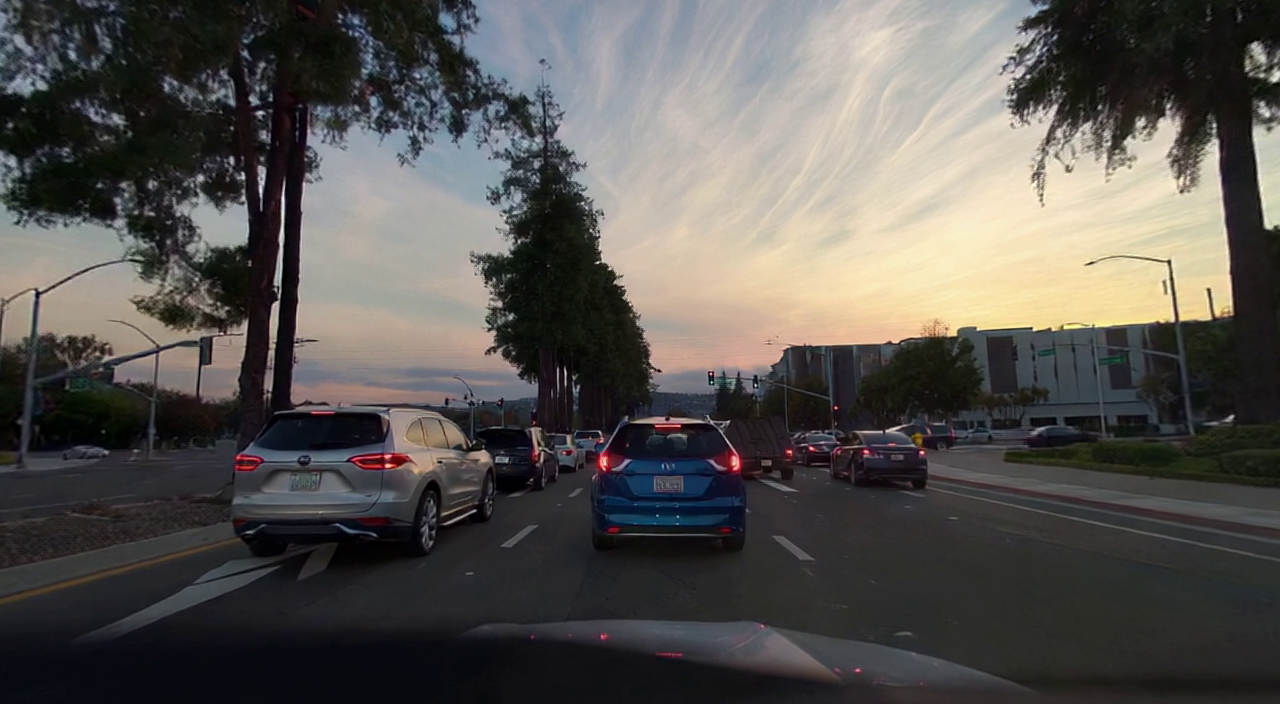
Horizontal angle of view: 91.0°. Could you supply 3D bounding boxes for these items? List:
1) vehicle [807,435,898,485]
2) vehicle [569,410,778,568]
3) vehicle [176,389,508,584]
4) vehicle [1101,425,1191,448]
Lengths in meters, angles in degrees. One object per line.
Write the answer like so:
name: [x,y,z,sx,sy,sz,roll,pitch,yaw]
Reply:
vehicle: [7.359,3.768,22.280,2.067,1.599,4.251,-1,-8,5]
vehicle: [0.377,1.750,8.774,2.189,1.649,4.171,0,-8,1]
vehicle: [-3.258,1.579,8.154,2.085,1.812,4.388,0,-8,1]
vehicle: [35.818,6.037,44.712,4.632,1.580,1.801,-5,-10,31]
